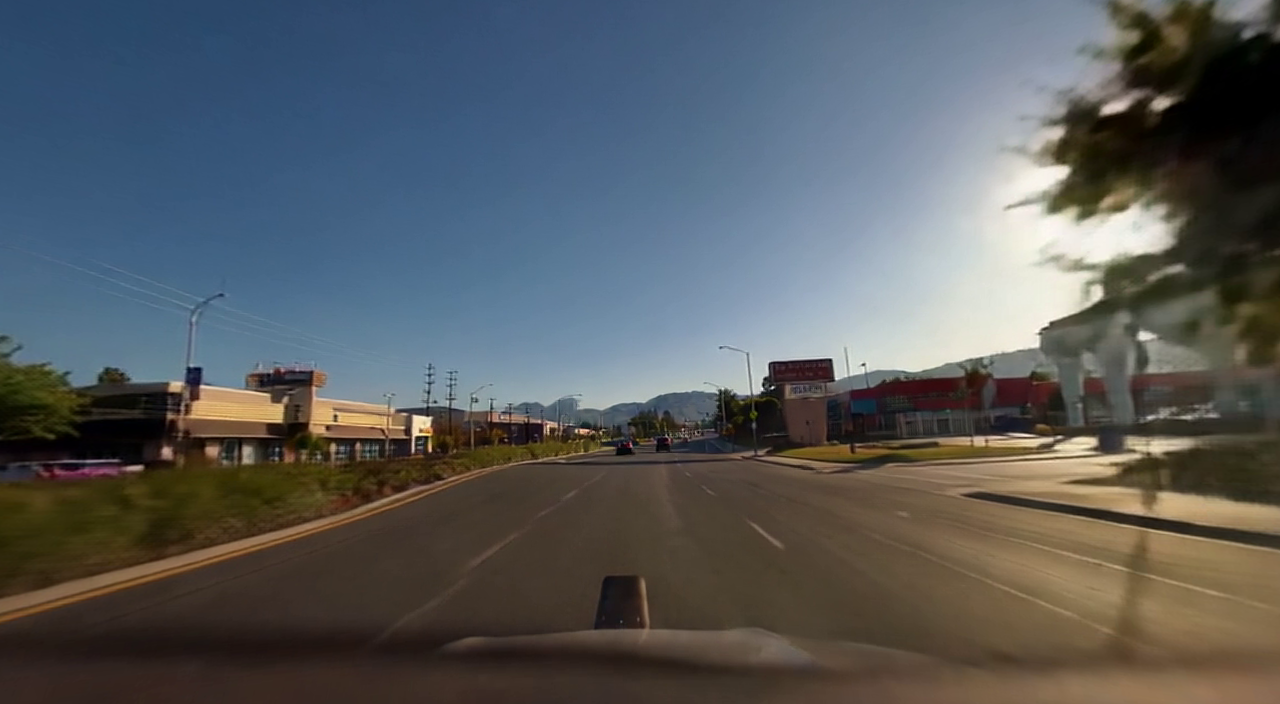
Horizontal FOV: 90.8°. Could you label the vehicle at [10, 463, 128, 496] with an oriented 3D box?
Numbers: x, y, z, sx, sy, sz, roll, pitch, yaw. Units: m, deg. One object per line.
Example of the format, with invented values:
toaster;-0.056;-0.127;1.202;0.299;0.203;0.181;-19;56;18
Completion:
vehicle;-30.278;6.751;33.708;1.820;1.467;4.594;-1;-8;4
